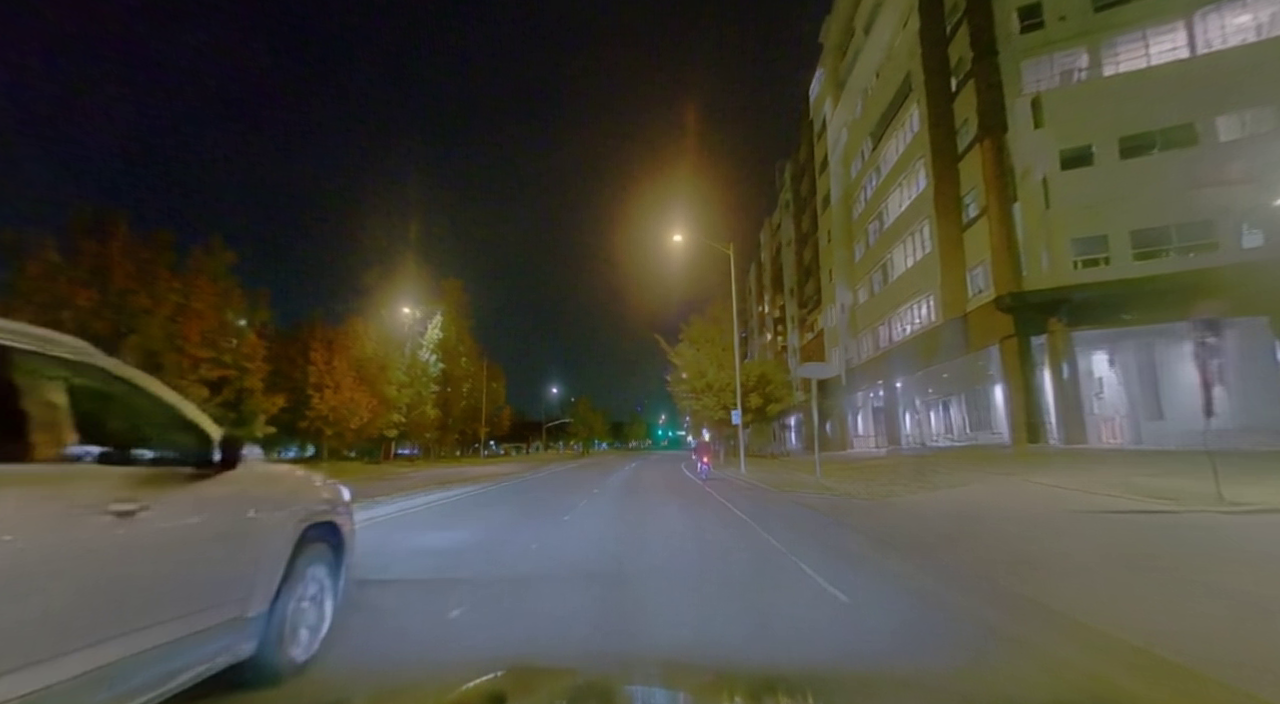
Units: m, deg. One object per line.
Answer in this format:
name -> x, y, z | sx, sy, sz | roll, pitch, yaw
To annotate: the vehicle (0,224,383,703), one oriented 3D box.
vehicle -> -2.848, 0.564, 1.404 | 2.294, 1.859, 5.127 | 0, -9, 1
